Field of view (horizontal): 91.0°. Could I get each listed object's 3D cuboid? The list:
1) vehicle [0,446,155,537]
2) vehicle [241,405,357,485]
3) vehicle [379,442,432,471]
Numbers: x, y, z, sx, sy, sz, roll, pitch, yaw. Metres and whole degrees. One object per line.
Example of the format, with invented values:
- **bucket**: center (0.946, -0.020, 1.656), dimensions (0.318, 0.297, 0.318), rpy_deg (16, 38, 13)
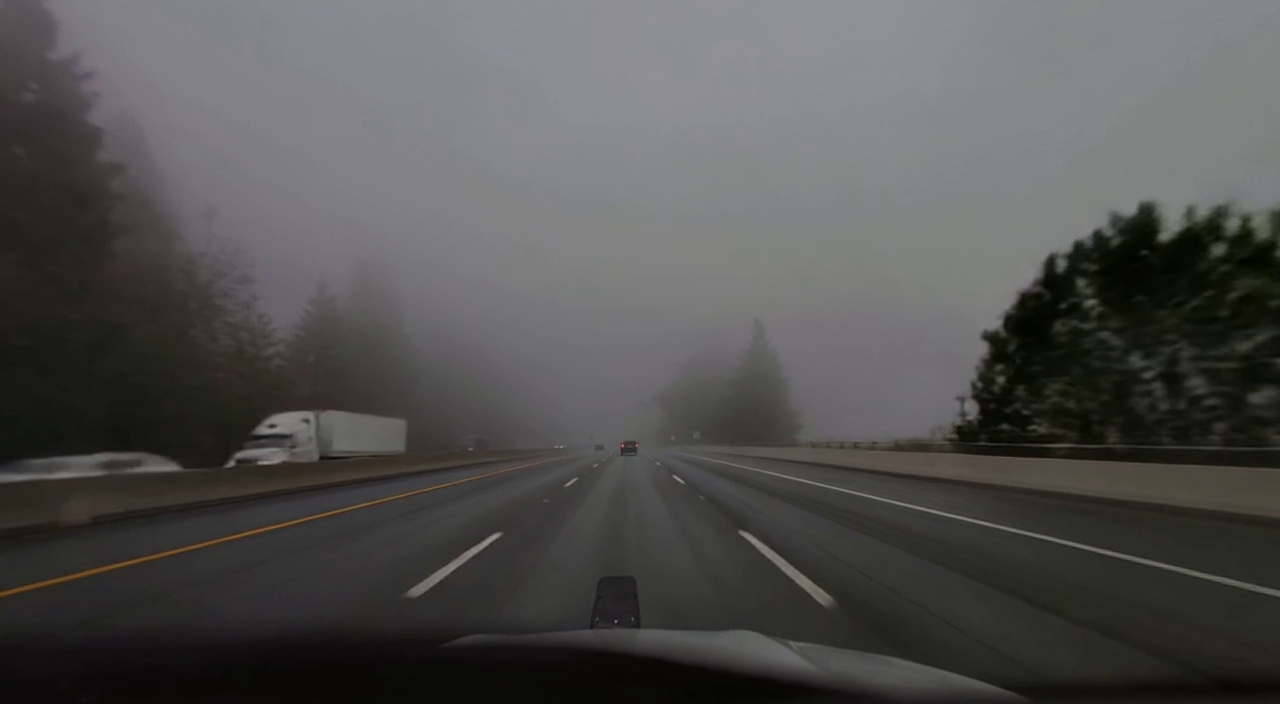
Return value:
- **vehicle**: center (-11.684, 2.528, 11.695), dimensions (1.875, 1.470, 4.357), rpy_deg (0, -8, -1)
- **vehicle**: center (-19.603, 5.395, 36.766), dimensions (2.993, 4.166, 6.516), rpy_deg (0, -8, -1)
- **vehicle**: center (-15.768, 7.036, 42.568), dimensions (1.992, 1.792, 4.434), rpy_deg (-1, -8, -1)
